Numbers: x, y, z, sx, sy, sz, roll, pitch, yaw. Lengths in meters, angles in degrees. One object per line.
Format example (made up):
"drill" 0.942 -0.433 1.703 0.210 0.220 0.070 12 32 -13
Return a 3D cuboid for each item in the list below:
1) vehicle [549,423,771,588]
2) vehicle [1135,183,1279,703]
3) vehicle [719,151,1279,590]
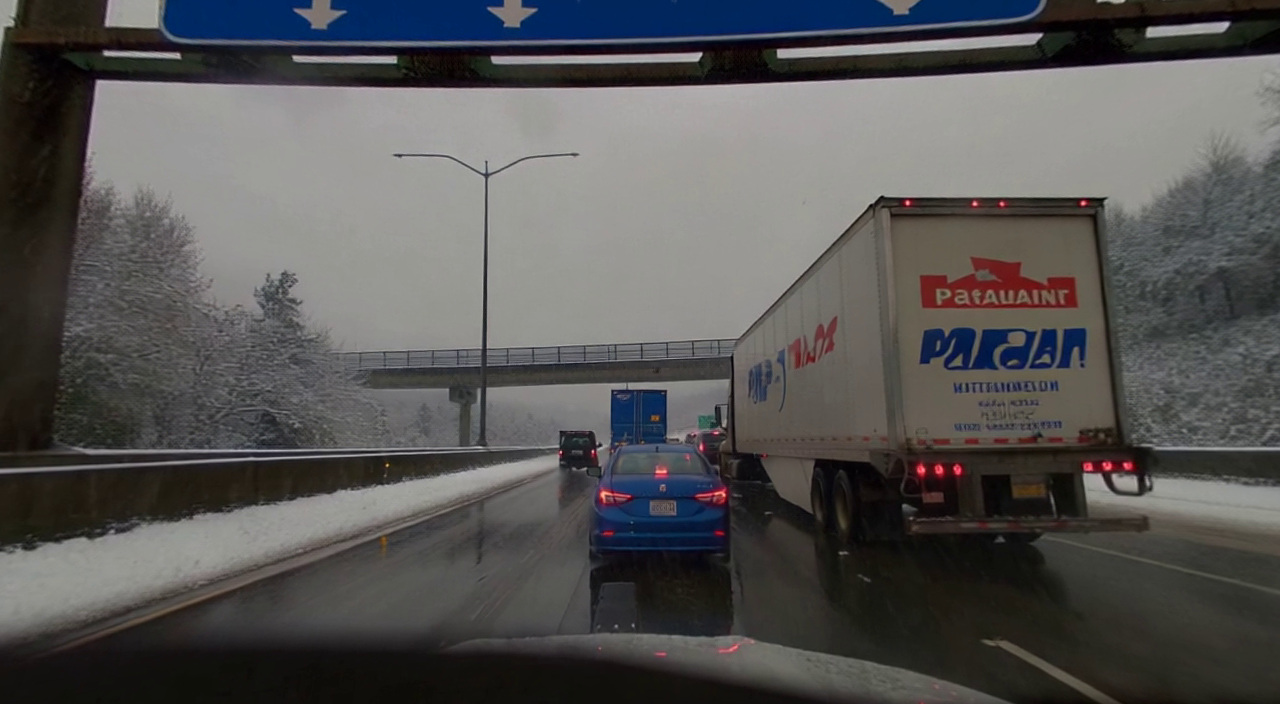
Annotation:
"vehicle" 0.172 1.674 7.681 2.045 1.490 3.597 -1 -8 0
"vehicle" 4.733 0.101 0.608 2.892 2.615 6.650 0 -8 -2
"vehicle" 4.183 1.066 12.937 2.827 4.081 14.305 0 -8 -2
